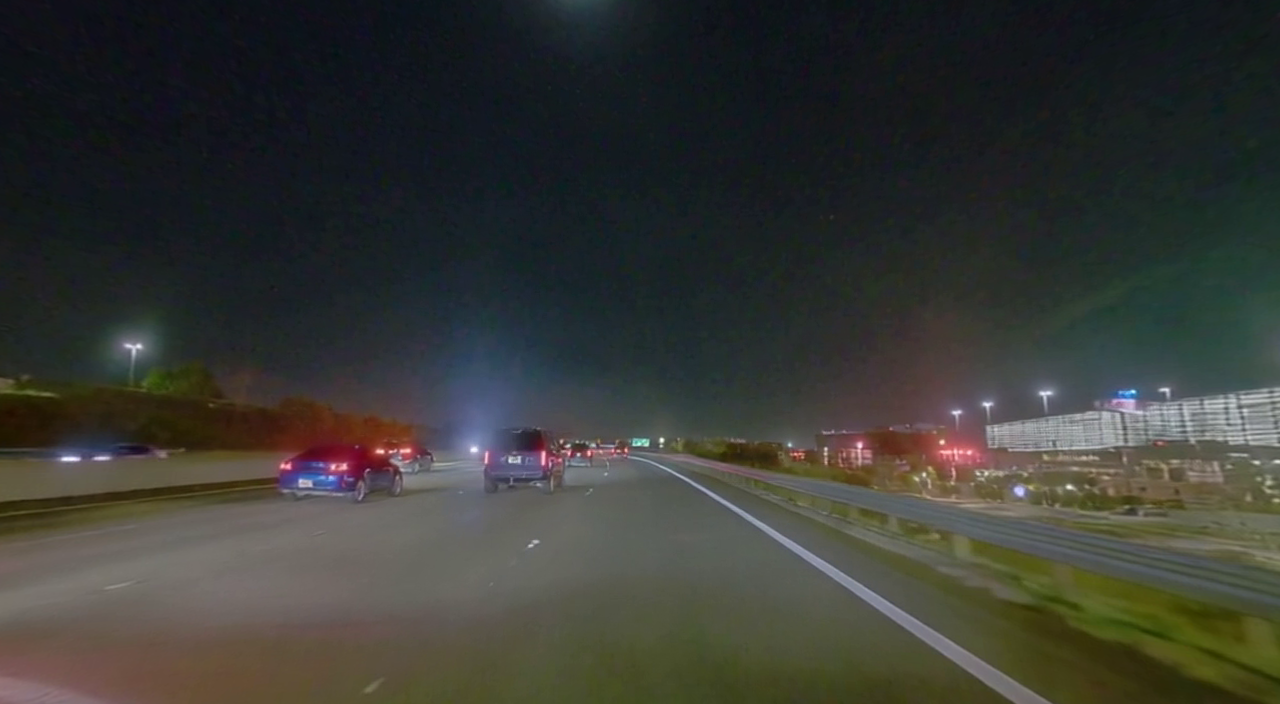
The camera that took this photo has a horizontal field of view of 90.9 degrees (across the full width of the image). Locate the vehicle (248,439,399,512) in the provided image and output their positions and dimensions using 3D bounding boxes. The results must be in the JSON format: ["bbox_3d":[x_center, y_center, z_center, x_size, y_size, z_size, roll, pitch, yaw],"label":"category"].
[{"bbox_3d":[-7.283,2.833,14.928,1.796,1.509,3.393,0,-8,0],"label":"vehicle"}]

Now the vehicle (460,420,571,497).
[{"bbox_3d":[-3.553,3.169,19.172,2.301,1.985,5.247,0,-8,0],"label":"vehicle"}]

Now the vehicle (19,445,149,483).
[{"bbox_3d":[-24.023,4.809,27.498,1.821,1.485,4.323,0,-8,-2],"label":"vehicle"}]

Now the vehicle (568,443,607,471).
[{"bbox_3d":[-3.078,6.234,37.683,1.955,1.614,3.817,0,-8,0],"label":"vehicle"}]
